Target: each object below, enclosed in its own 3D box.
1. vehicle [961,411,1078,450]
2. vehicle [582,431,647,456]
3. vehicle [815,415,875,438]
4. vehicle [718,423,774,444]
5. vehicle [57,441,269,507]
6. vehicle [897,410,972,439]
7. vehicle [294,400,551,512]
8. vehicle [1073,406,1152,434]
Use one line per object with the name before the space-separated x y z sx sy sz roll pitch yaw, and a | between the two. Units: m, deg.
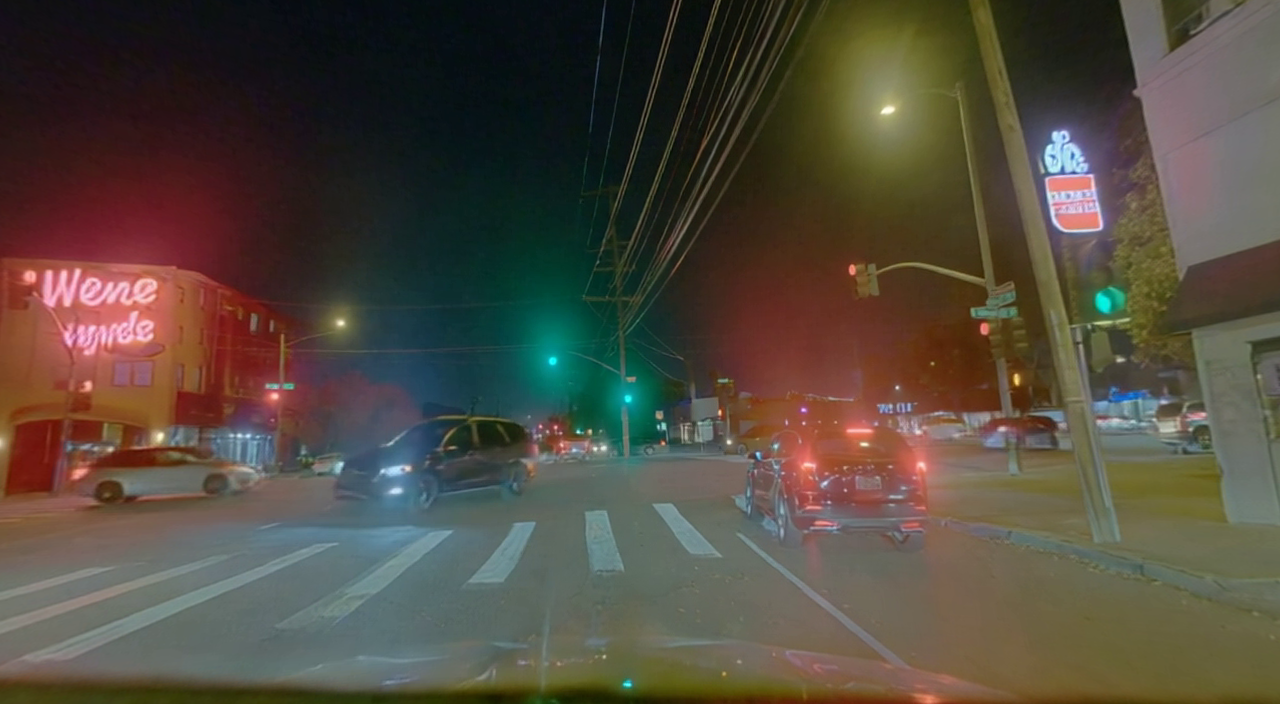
vehicle | 15.804 3.285 26.258 4.707 1.487 1.907 4 -9 -28
vehicle | -1.916 6.740 46.538 4.506 1.733 1.857 1 -9 -11
vehicle | 16.041 5.856 49.418 4.589 1.730 1.801 4 -9 -31
vehicle | 7.587 5.878 45.386 1.866 1.430 3.901 5 -10 -31
vehicle | -13.111 3.284 17.548 2.166 1.579 4.300 -9 -12 44
vehicle | 19.258 4.772 41.266 4.474 1.788 2.039 4 -10 -28
vehicle | -4.473 2.302 14.342 2.374 1.985 5.588 -4 -9 21
vehicle | 26.720 3.904 35.698 4.433 1.453 1.804 4 -10 -29
